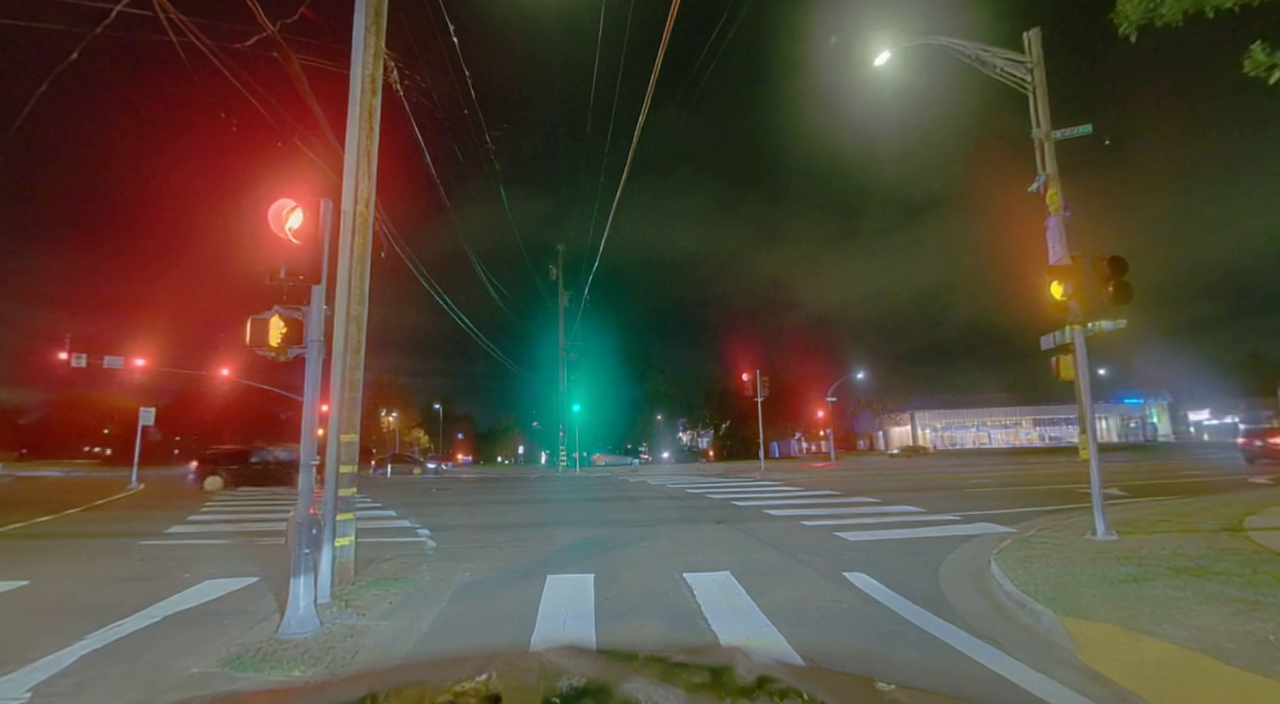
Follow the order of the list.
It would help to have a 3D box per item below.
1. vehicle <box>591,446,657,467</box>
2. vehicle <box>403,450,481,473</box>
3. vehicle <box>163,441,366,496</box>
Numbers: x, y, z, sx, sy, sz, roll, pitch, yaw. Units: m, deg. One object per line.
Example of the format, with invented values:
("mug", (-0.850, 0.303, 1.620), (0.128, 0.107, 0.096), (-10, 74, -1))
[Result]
("vehicle", (-1.150, 7.542, 45.810), (4.391, 1.451, 1.717), (4, -9, -26))
("vehicle", (-13.556, 7.475, 43.272), (4.837, 1.407, 1.818), (4, -9, -26))
("vehicle", (-10.831, 3.359, 18.449), (4.700, 1.479, 2.095), (-1, -8, 7))
